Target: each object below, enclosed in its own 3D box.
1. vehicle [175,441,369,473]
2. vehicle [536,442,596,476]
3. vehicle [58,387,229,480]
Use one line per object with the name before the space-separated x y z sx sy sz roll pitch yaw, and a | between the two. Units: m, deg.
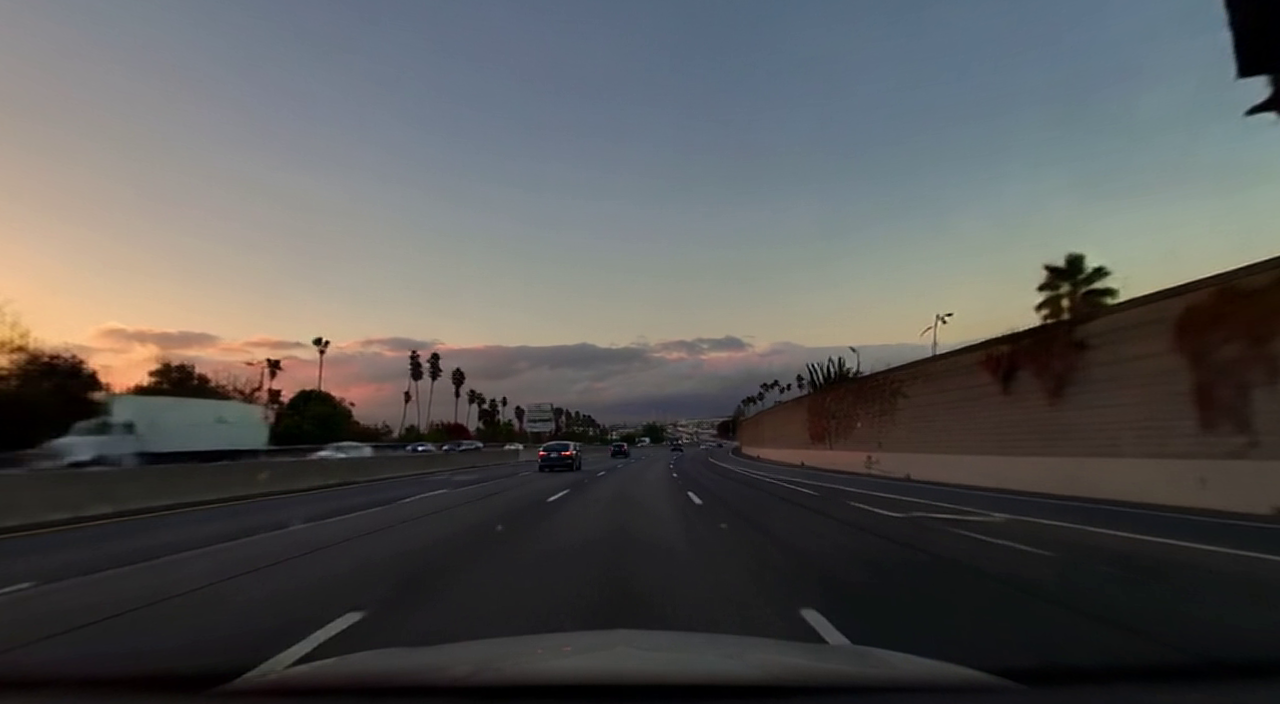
vehicle | -21.664 6.376 39.170 2.748 1.569 15.088 0 -8 2
vehicle | -3.393 5.017 29.967 2.078 1.457 4.648 -1 -8 3
vehicle | -22.029 3.725 28.525 3.019 3.782 5.349 -1 -8 3
